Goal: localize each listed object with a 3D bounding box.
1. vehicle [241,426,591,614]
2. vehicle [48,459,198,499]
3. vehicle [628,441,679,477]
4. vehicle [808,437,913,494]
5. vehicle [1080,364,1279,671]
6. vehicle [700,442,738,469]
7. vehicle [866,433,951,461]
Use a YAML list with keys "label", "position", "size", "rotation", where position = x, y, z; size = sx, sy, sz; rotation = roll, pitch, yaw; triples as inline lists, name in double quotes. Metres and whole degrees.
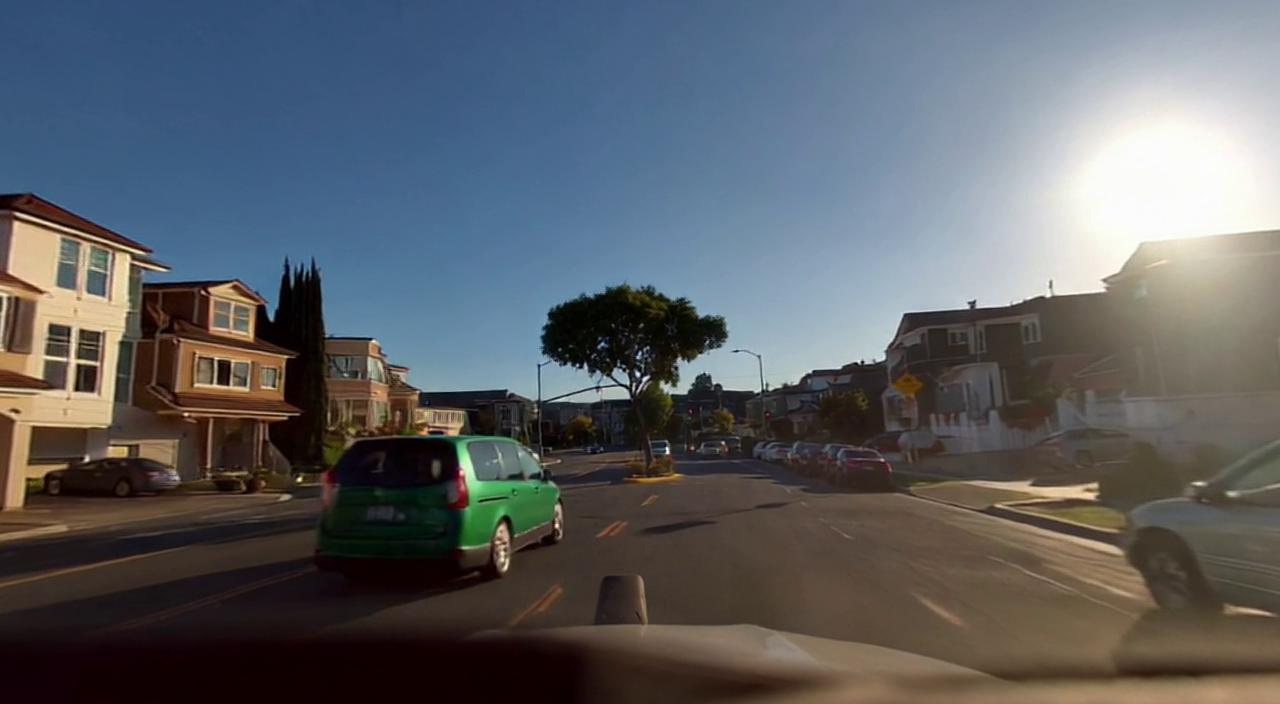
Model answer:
- label: "vehicle"
  position: [-2.083, 1.723, 7.498]
  size: [2.069, 1.510, 4.325]
  rotation: [-2, -9, 8]
- label: "vehicle"
  position: [-19.727, 4.840, 24.193]
  size: [4.397, 1.423, 1.789]
  rotation: [-1, -9, 7]
- label: "vehicle"
  position: [0.692, 4.928, 29.386]
  size: [1.986, 1.508, 4.261]
  rotation: [-1, -9, 6]
- label: "vehicle"
  position: [6.441, 3.358, 19.037]
  size: [1.964, 1.485, 4.454]
  rotation: [-1, -9, 6]
- label: "vehicle"
  position: [4.738, 0.881, 3.123]
  size: [2.069, 1.780, 4.480]
  rotation: [-1, -9, 4]
- label: "vehicle"
  position: [4.575, 6.055, 37.217]
  size: [2.081, 1.475, 4.361]
  rotation: [-1, -9, 5]
- label: "vehicle"
  position: [15.238, 5.435, 36.041]
  size: [4.046, 1.450, 1.814]
  rotation: [-2, -9, 8]
